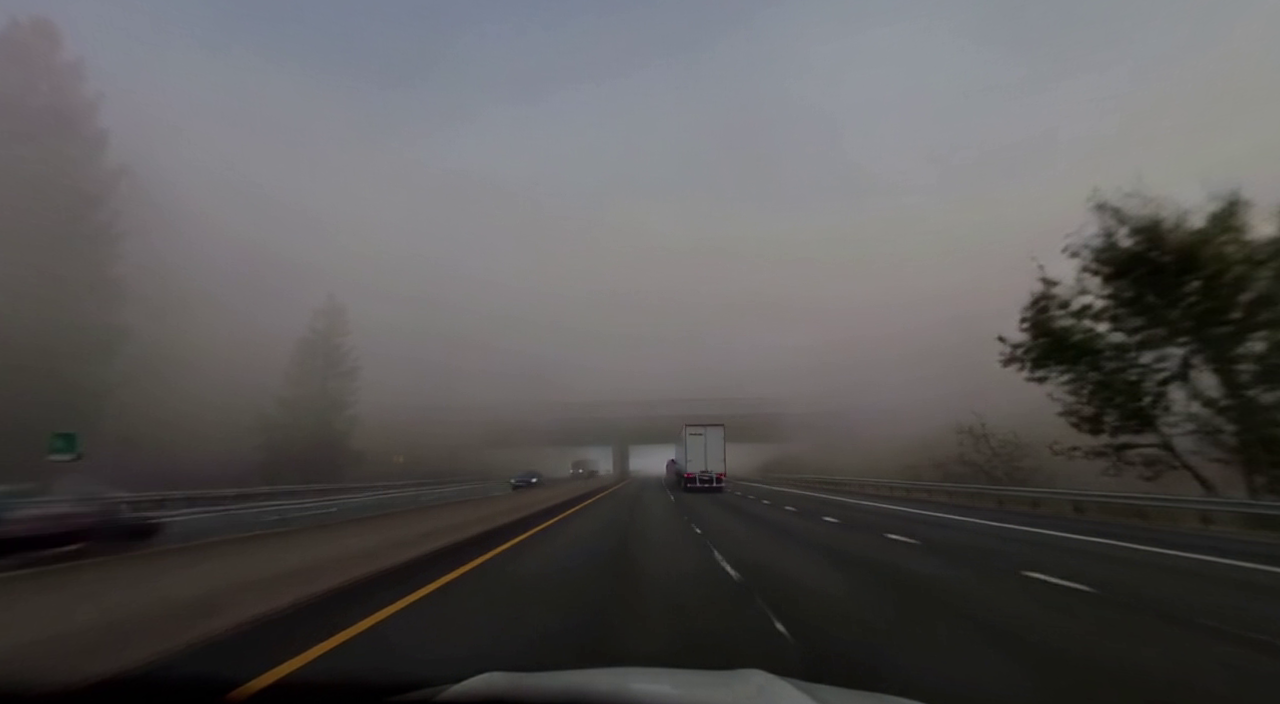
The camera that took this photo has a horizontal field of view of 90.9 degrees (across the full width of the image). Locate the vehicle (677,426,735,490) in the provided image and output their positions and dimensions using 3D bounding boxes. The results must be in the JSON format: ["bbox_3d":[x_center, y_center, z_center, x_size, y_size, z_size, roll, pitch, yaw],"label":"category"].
[{"bbox_3d":[4.508,7.836,46.027,3.054,4.005,11.895,1,-11,0],"label":"vehicle"}]

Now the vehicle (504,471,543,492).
[{"bbox_3d":[-8.569,9.568,46.679,1.982,1.461,4.349,1,-11,1],"label":"vehicle"}]
